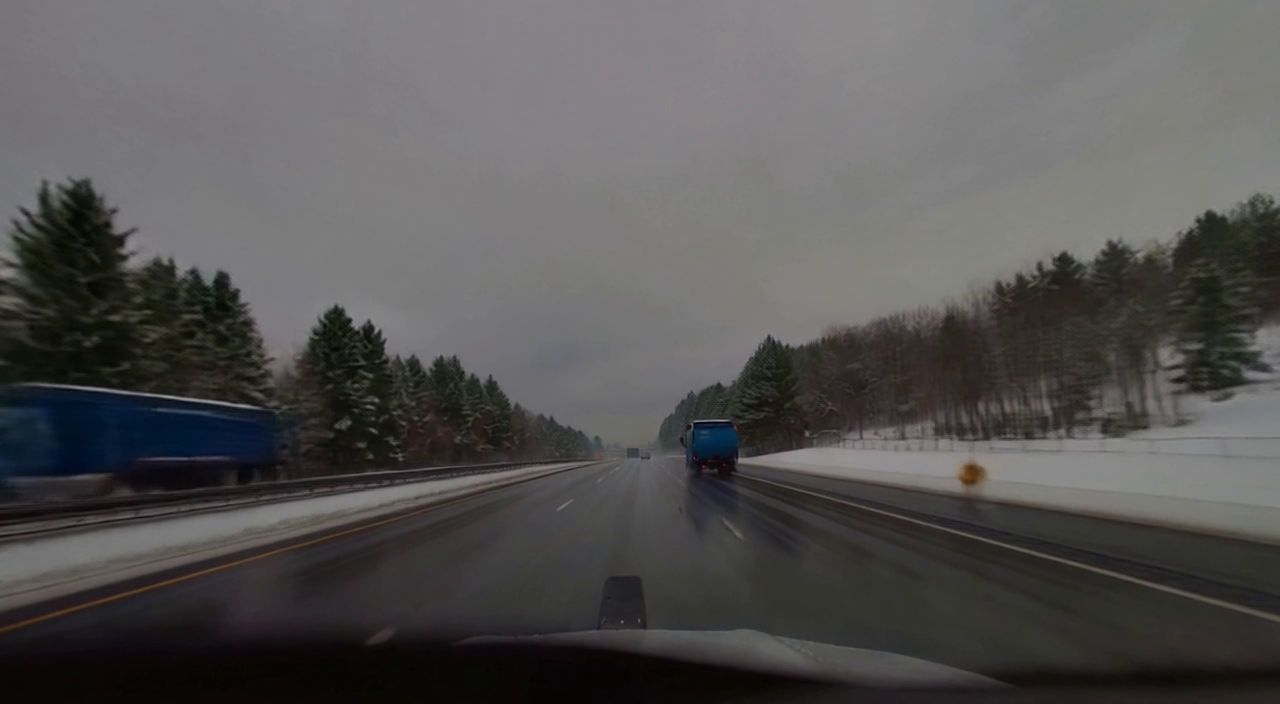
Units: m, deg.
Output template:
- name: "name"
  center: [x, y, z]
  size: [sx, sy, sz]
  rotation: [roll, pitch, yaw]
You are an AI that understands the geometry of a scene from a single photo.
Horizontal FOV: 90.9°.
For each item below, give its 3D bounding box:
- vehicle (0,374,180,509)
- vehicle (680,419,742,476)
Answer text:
- name: "vehicle"
  center: [-18.573, 2.885, 20.141]
  size: [3.021, 3.652, 5.902]
  rotation: [0, -9, 0]
- name: "vehicle"
  center: [3.712, 5.221, 34.439]
  size: [2.572, 2.795, 5.978]
  rotation: [0, -9, -1]
